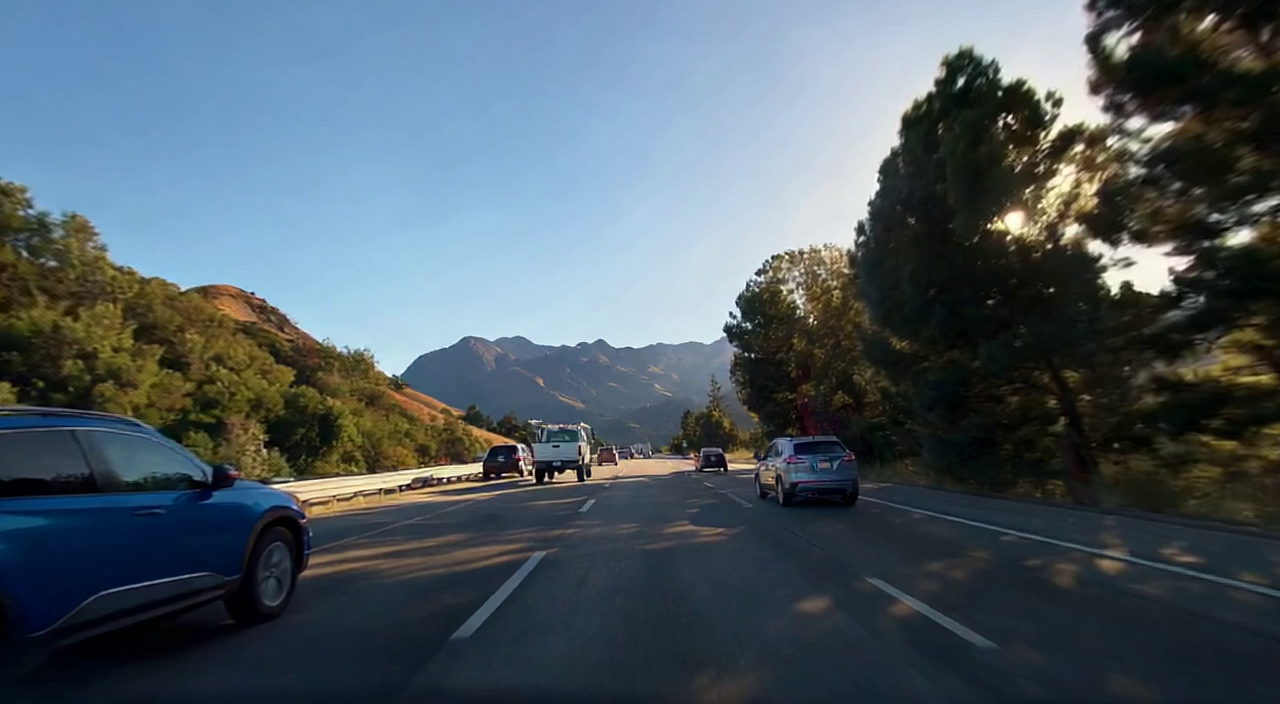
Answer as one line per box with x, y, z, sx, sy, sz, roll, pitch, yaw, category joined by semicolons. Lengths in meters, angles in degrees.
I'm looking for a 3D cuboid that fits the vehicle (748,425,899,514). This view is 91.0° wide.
3.918;2.614;14.439;2.066;1.696;4.604;0;-9;0;vehicle

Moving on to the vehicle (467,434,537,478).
-6.520;4.973;30.323;2.149;1.922;4.976;0;-9;1;vehicle

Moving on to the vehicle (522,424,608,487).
-2.684;3.932;24.134;2.494;2.136;5.539;0;-9;1;vehicle

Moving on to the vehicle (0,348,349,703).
-3.728;0.986;3.537;2.080;1.716;4.207;0;-9;1;vehicle

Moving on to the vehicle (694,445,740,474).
4.494;6.321;37.220;2.071;1.570;4.637;0;-9;-1;vehicle
